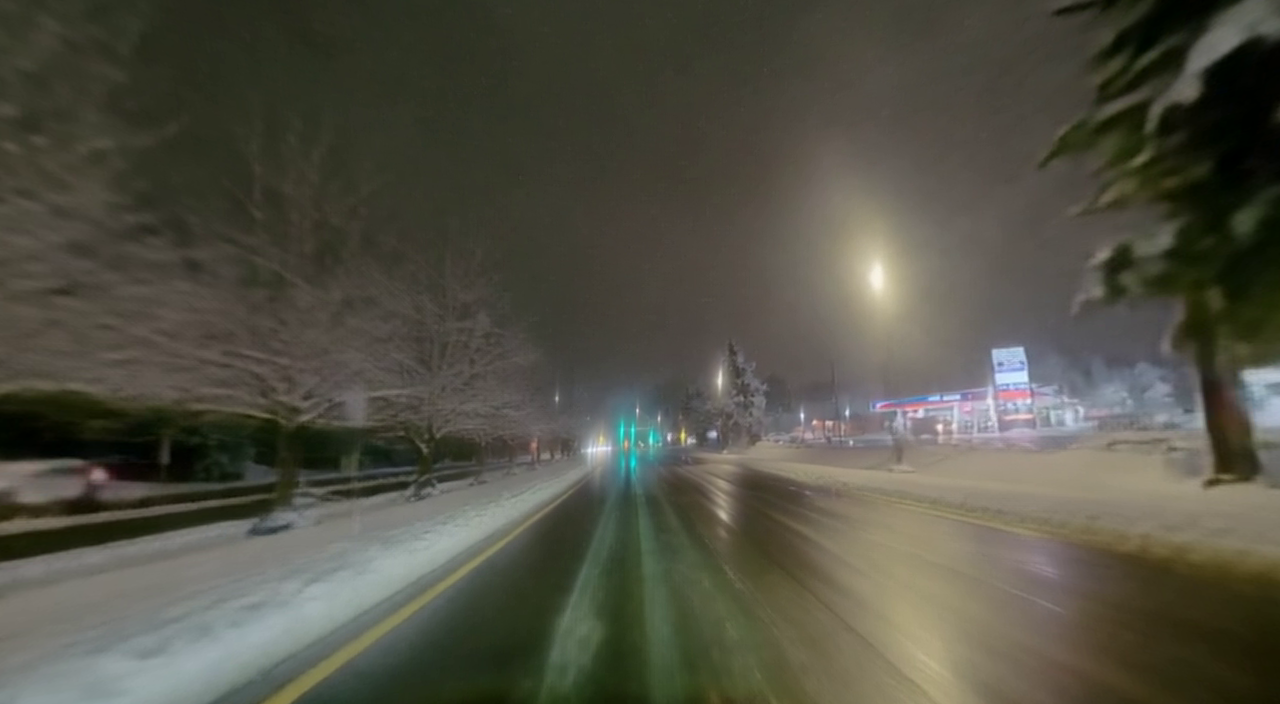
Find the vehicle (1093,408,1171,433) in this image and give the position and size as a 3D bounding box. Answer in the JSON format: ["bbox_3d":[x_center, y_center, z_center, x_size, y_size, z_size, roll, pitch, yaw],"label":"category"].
[{"bbox_3d":[36.396,5.124,46.900,1.841,1.471,4.498,-3,-9,-5],"label":"vehicle"}]
